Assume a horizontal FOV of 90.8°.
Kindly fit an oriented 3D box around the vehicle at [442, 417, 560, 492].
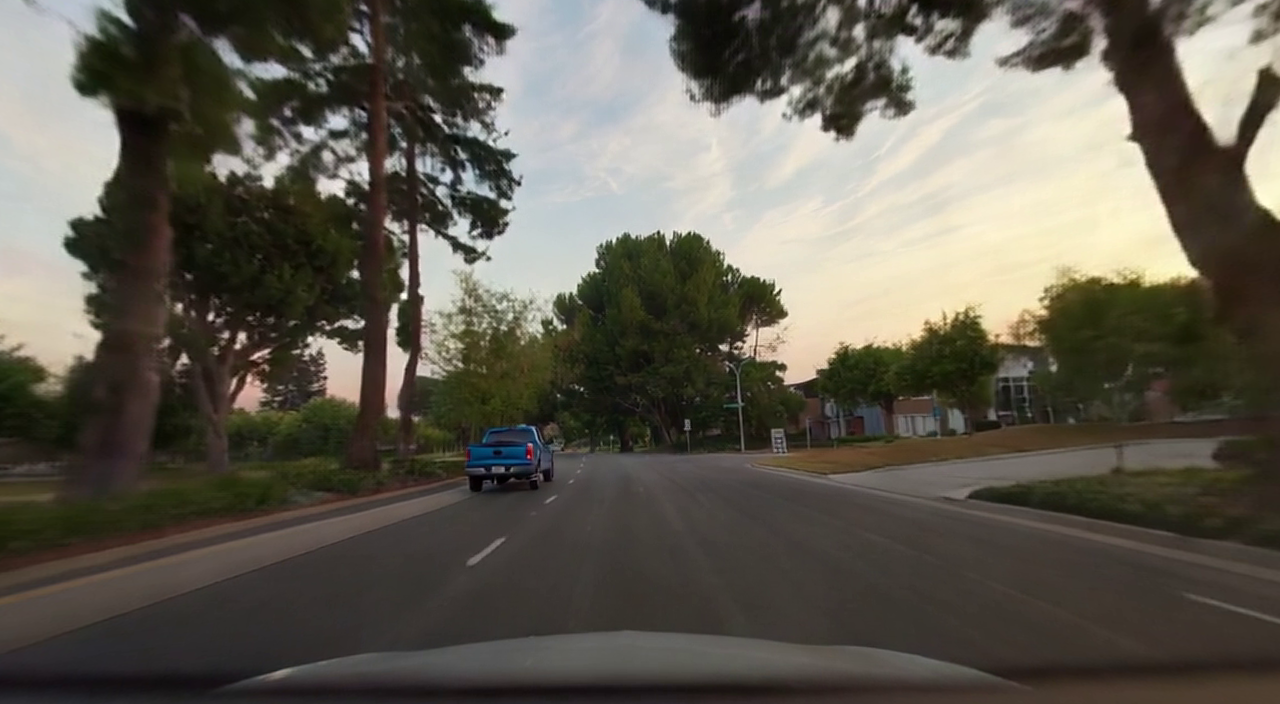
[{"bbox_3d":[-3.874,3.045,19.021,2.267,1.849,6.402,0,-8,-2],"label":"vehicle"}]
